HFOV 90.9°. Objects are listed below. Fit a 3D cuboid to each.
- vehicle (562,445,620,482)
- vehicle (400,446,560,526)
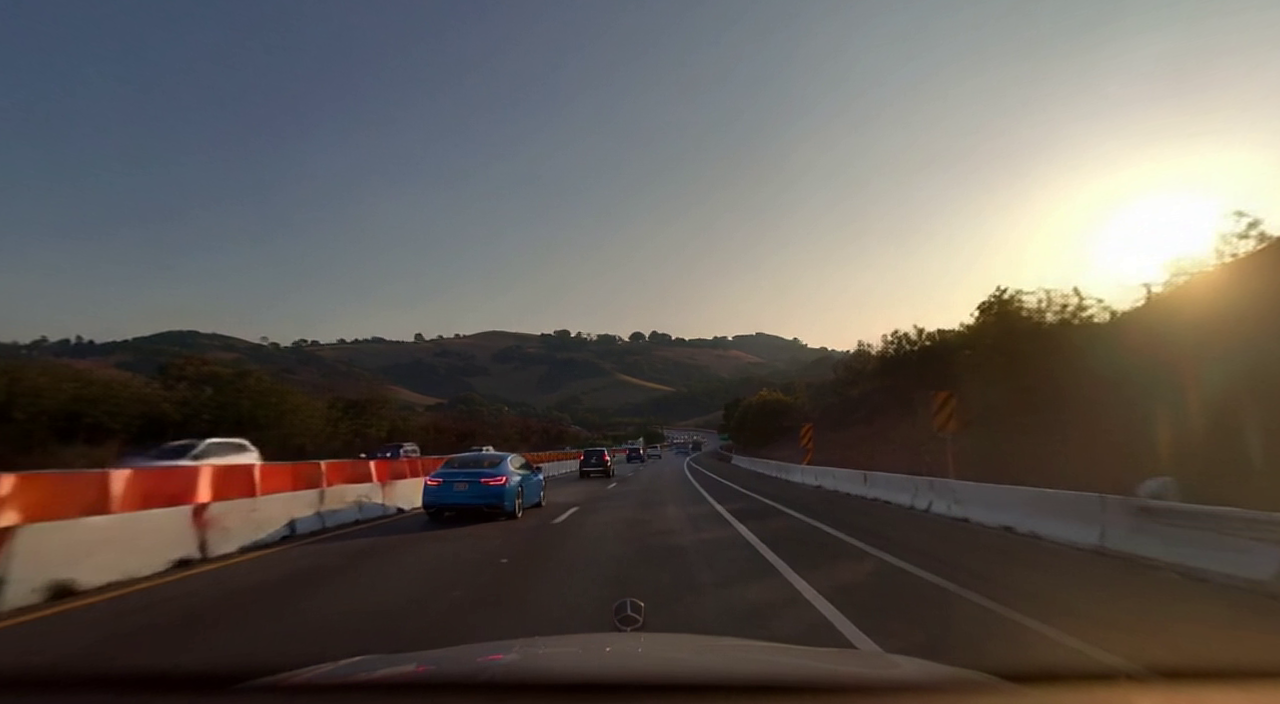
[{"bbox_3d":[-2.042,4.821,27.529,2.094,1.480,4.124,0,-9,2],"label":"vehicle"},{"bbox_3d":[-2.970,2.577,12.669,2.061,1.330,3.928,0,-9,2],"label":"vehicle"}]
